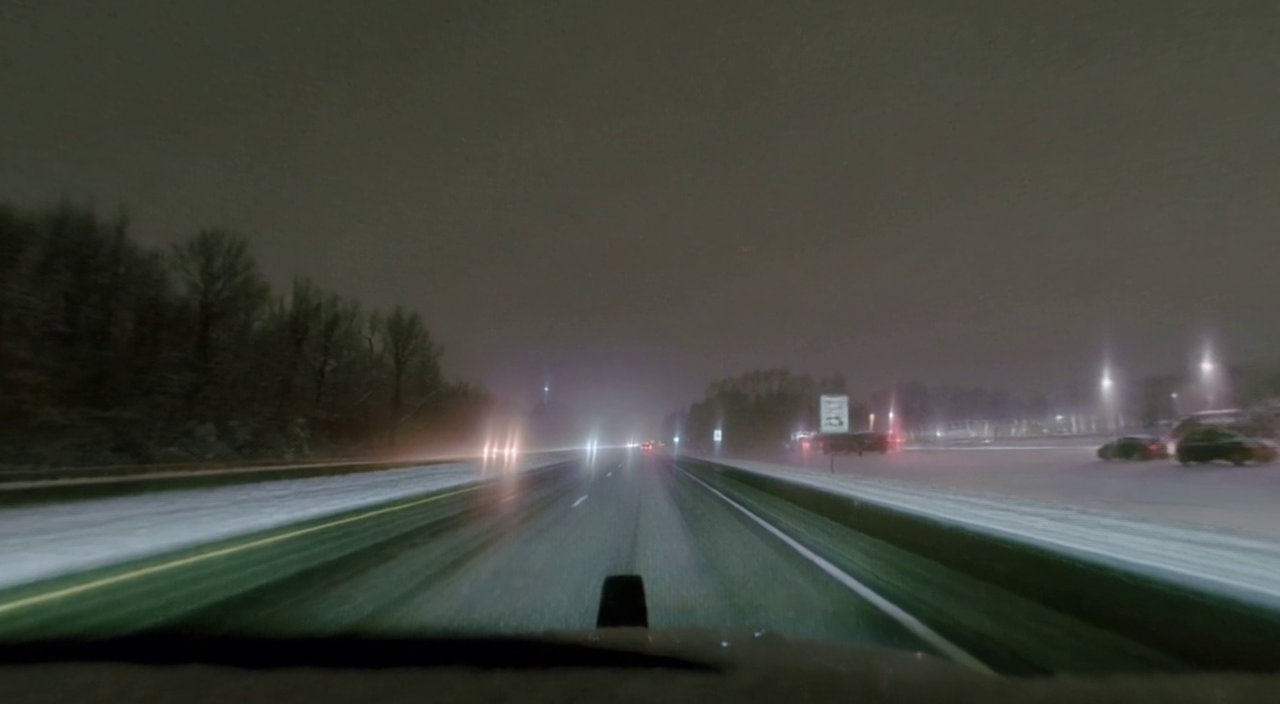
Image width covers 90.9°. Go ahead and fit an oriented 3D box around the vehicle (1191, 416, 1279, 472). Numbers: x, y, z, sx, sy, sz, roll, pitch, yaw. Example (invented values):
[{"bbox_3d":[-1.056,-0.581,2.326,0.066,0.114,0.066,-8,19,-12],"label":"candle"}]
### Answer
[{"bbox_3d":[44.164,6.482,44.817,6.064,3.689,3.868,-2,-8,2],"label":"vehicle"}]
